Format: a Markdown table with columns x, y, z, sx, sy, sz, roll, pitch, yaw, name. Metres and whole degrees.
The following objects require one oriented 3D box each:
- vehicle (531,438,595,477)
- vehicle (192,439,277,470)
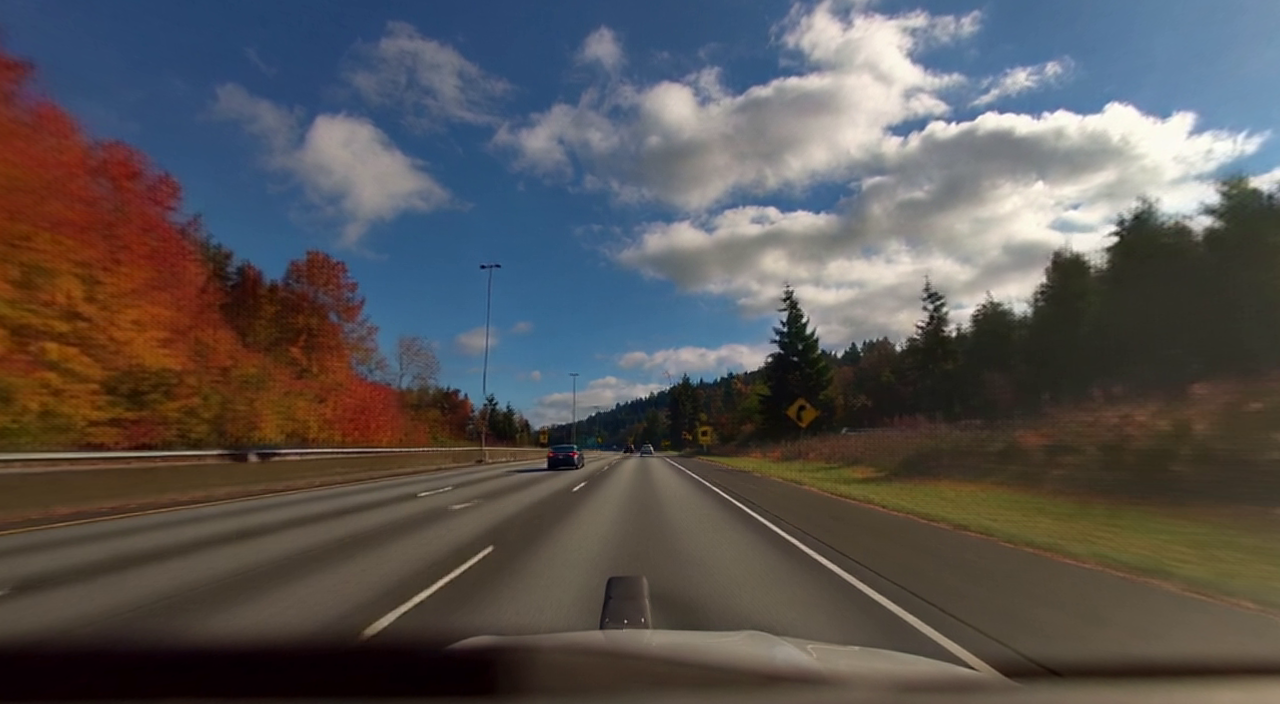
| x | y | z | sx | sy | sz | roll | pitch | yaw | name |
| --- | --- | --- | --- | --- | --- | --- | --- | --- | --- |
| -3.358 | 4.703 | 28.419 | 2.061 | 1.572 | 4.814 | 0 | -8 | 3 | vehicle |
| -24.000 | 6.061 | 37.481 | 2.016 | 1.705 | 4.790 | 0 | -8 | -2 | vehicle |
